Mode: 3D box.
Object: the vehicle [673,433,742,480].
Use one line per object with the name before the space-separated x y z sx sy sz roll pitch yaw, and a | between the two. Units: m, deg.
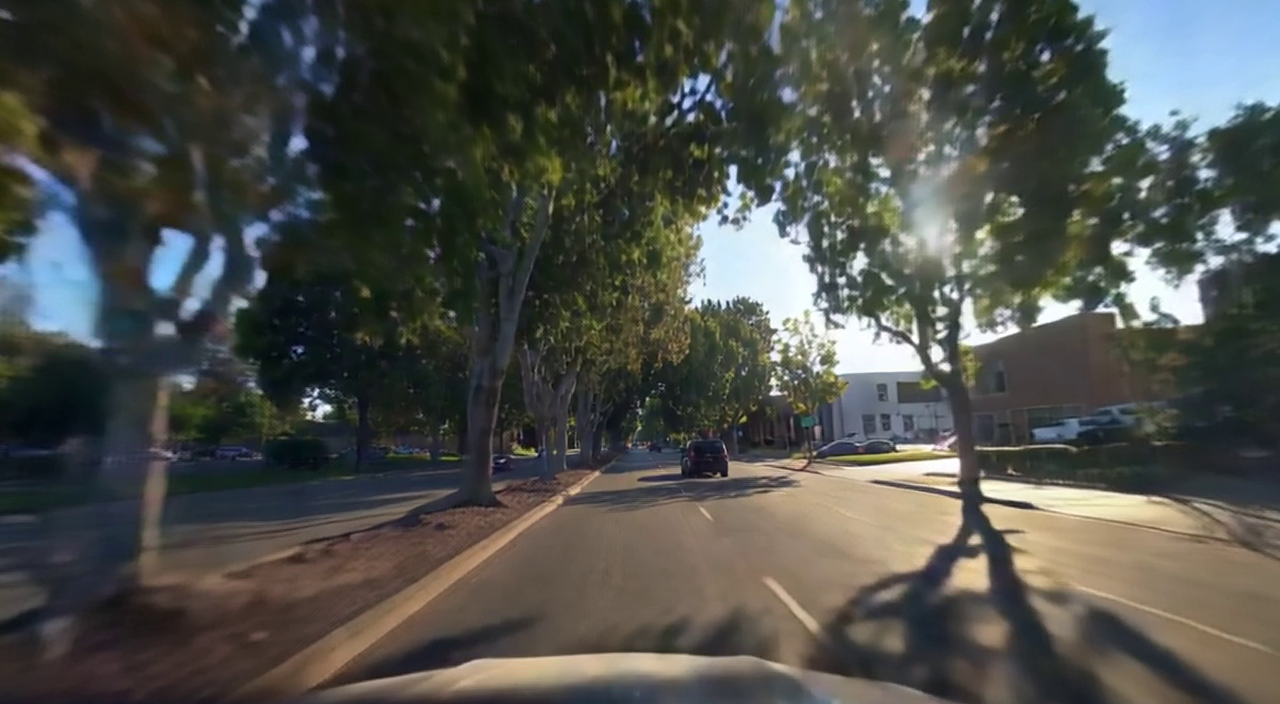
vehicle | 2.666 4.293 26.181 2.240 1.740 4.605 0 -8 -2
